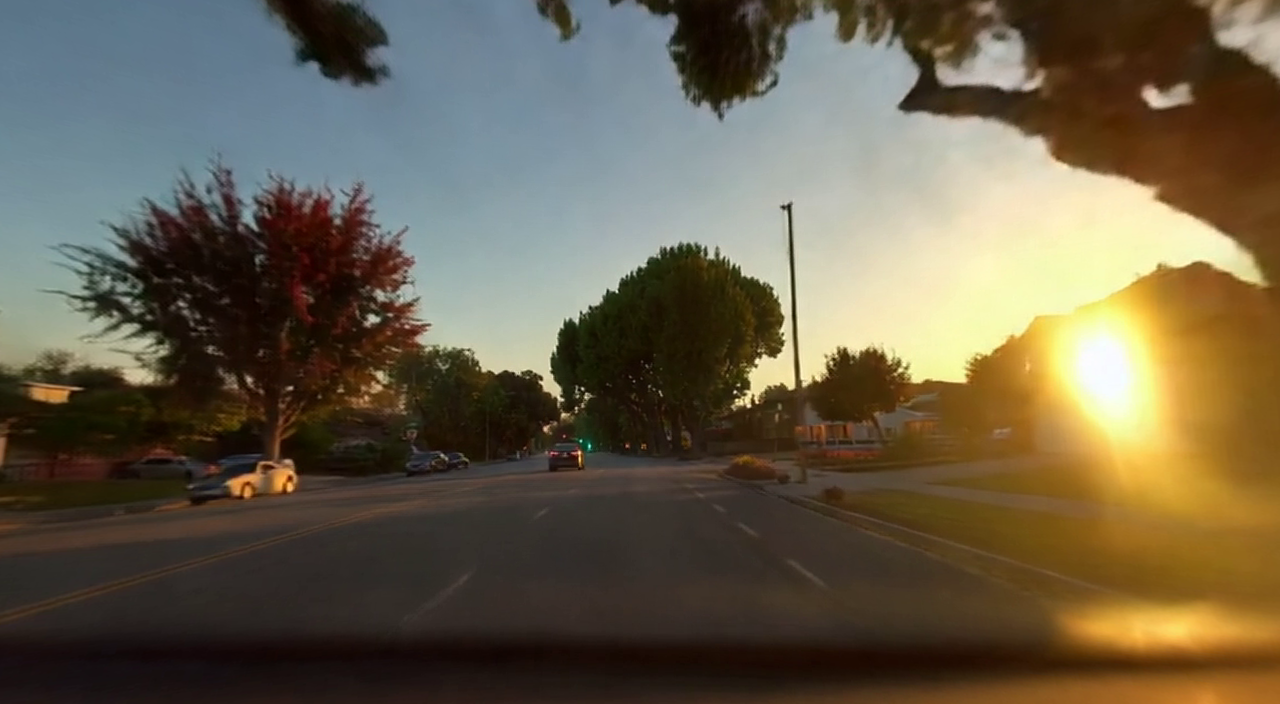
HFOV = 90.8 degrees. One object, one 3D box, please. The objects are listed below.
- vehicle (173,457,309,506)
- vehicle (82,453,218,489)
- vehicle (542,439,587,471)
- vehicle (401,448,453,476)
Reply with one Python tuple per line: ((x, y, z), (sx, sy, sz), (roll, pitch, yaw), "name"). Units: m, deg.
((-14.277, 4.638, 23.022), (1.900, 1.494, 4.730), (0, -8, -1), "vehicle")
((-21.724, 5.261, 28.114), (4.669, 1.464, 1.879), (-1, -8, 5), "vehicle")
((-4.338, 5.993, 36.998), (2.135, 1.731, 4.232), (0, -8, -1), "vehicle")
((-14.541, 7.529, 43.378), (1.966, 1.760, 4.604), (0, -8, -1), "vehicle")
